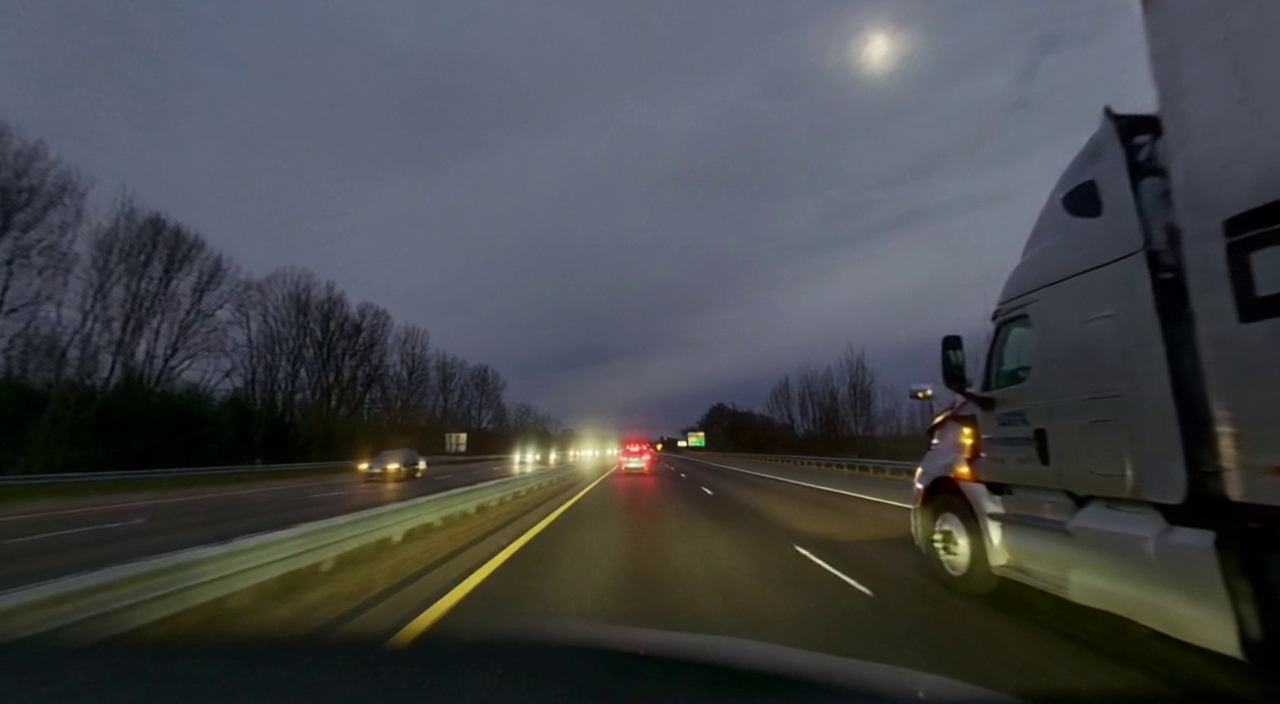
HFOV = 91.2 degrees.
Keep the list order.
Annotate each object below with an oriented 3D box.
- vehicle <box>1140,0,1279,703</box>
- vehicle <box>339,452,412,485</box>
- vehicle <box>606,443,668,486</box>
[{"bbox_3d":[4.458,-0.570,0.228,3.351,3.699,5.995,0,-9,-1],"label":"vehicle"},{"bbox_3d":[-13.254,5.808,31.663,1.890,1.513,4.081,0,-9,0],"label":"vehicle"},{"bbox_3d":[-0.142,4.394,24.692,2.244,1.506,4.097,0,-9,-1],"label":"vehicle"}]
